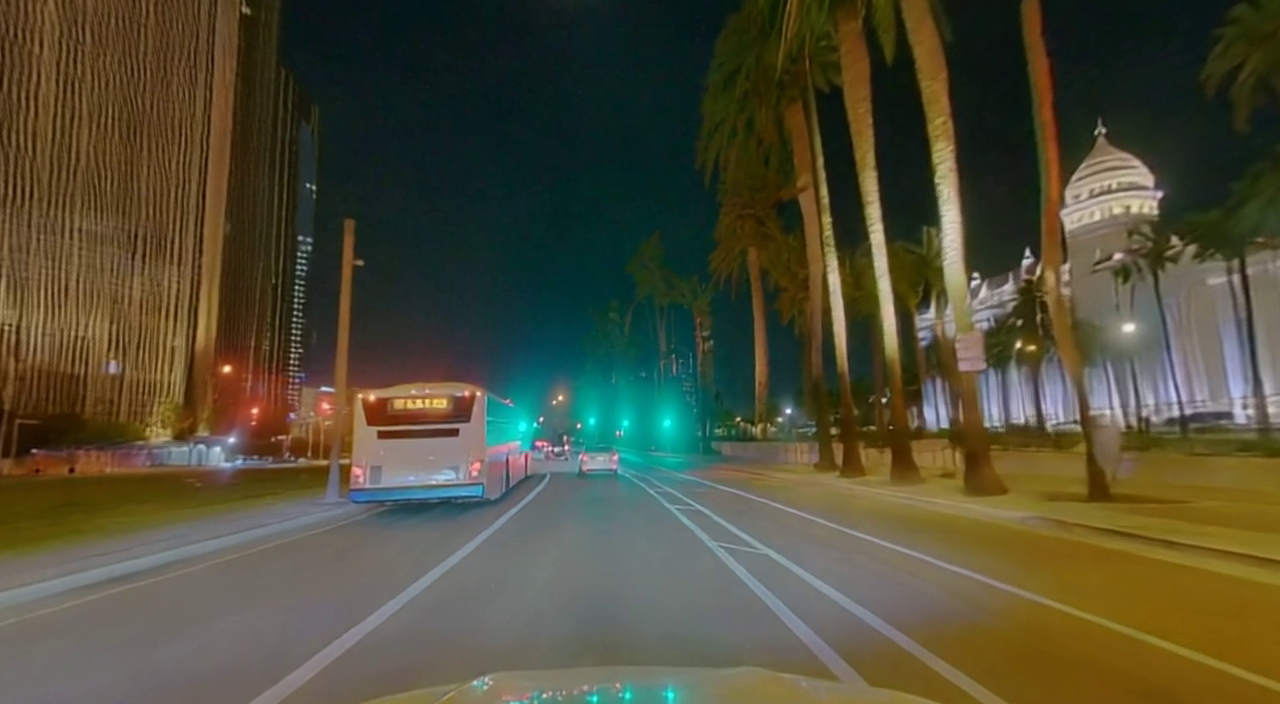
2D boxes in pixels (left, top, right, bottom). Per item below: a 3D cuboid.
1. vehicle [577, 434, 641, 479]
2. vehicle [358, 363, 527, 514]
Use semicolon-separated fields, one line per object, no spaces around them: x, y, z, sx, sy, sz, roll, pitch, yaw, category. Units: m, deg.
-1.262;3.871;23.592;2.107;1.481;4.097;0;-8;-7;vehicle
-4.849;2.389;17.371;2.678;3.042;8.474;-1;-8;-5;vehicle
